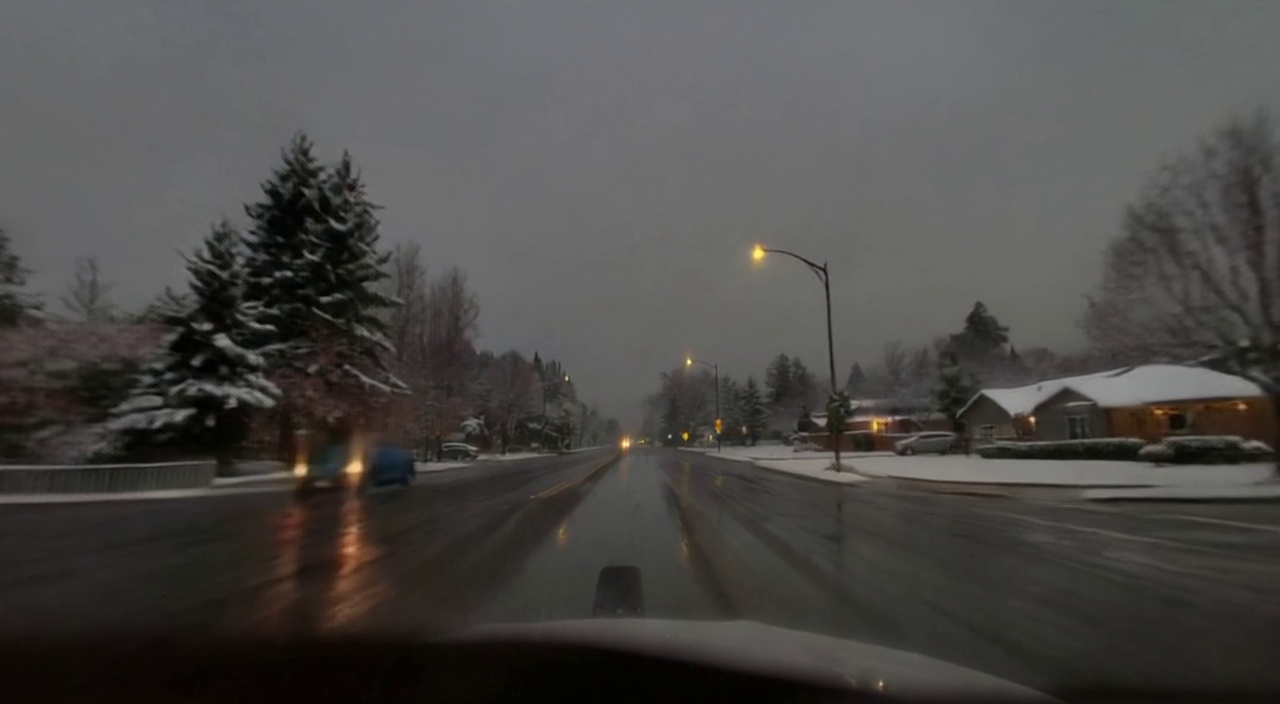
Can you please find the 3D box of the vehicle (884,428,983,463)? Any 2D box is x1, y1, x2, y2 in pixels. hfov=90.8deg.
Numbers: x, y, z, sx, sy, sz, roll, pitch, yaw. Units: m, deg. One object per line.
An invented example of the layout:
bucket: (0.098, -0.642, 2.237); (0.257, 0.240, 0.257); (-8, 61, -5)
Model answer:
vehicle: (21.312, 6.802, 46.011); (6.048, 2.416, 2.158); (0, -8, 1)

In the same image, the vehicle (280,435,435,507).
vehicle: (-7.318, 3.111, 17.016); (2.130, 1.635, 4.505); (0, -8, -1)

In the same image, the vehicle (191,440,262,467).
vehicle: (-28.245, 6.900, 43.087); (4.542, 1.700, 2.201); (-5, -10, 31)
